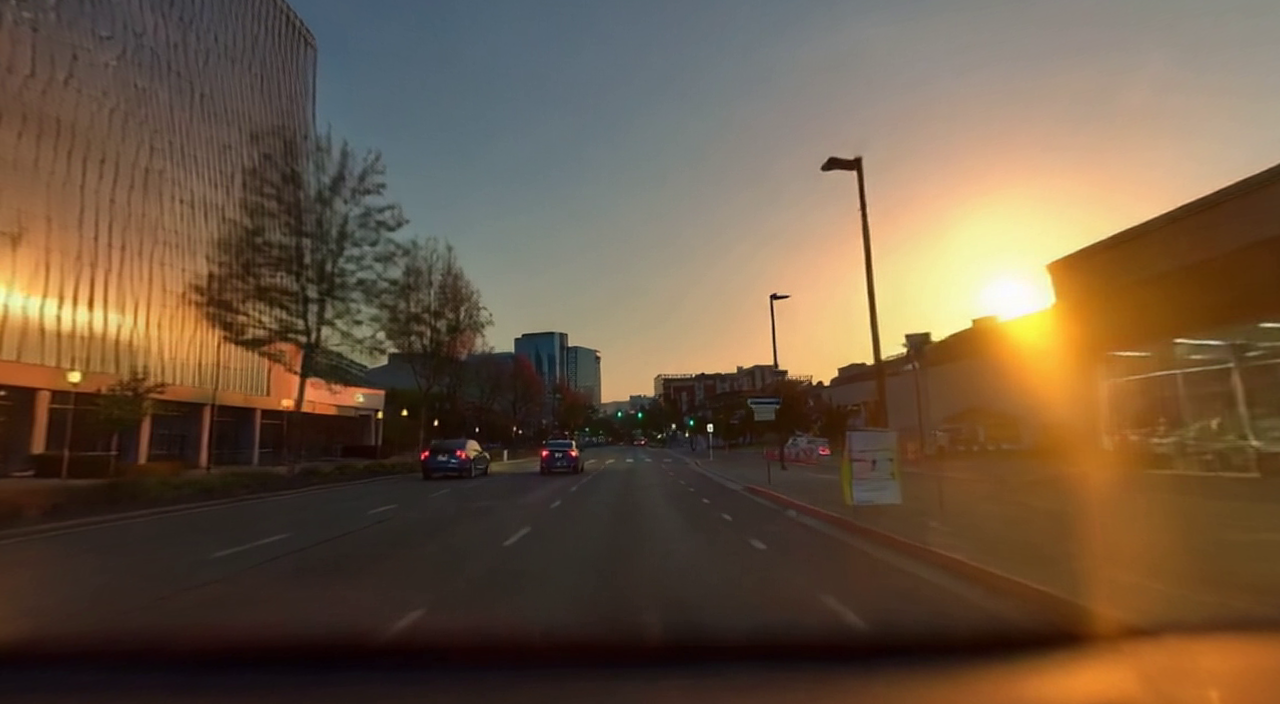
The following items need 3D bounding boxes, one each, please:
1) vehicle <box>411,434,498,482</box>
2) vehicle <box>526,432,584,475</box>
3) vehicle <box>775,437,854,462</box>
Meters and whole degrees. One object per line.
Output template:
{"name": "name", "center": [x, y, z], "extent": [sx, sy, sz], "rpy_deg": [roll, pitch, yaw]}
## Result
{"name": "vehicle", "center": [-6.846, 3.963, 23.878], "extent": [1.909, 1.605, 4.561], "rpy_deg": [0, -9, 0]}
{"name": "vehicle", "center": [-3.694, 4.513, 28.247], "extent": [2.052, 1.729, 4.195], "rpy_deg": [0, -9, 0]}
{"name": "vehicle", "center": [11.161, 6.267, 40.678], "extent": [4.513, 1.541, 1.948], "rpy_deg": [-1, -9, 5]}
